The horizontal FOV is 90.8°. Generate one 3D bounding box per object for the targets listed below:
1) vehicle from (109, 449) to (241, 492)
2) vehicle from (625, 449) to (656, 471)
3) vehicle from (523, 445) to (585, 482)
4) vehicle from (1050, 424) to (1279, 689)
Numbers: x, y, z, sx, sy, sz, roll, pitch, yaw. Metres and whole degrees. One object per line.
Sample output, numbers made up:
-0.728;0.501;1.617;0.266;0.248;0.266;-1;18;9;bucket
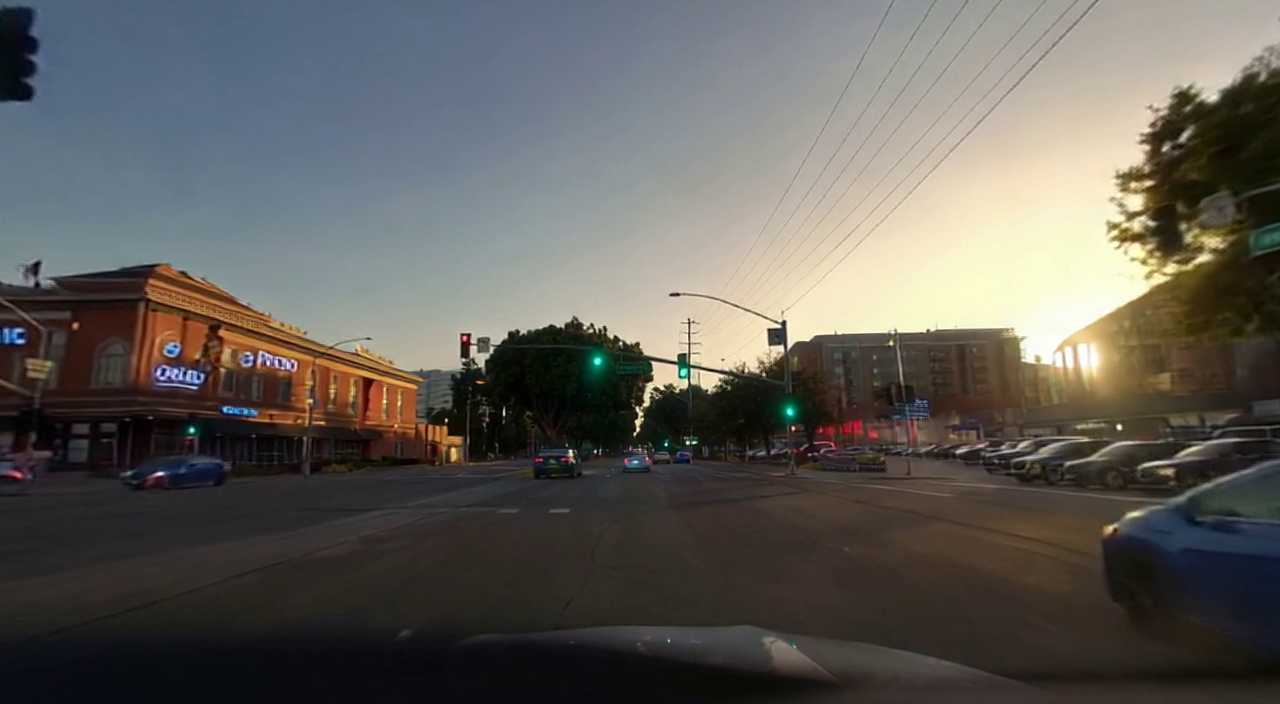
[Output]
-21.828;5.534;30.073;2.066;1.835;5.580;0;-9;0;vehicle
0.001;7.547;44.445;2.072;1.473;4.139;0;-9;-1;vehicle
-3.885;5.116;29.311;2.035;1.564;4.702;-1;-9;2;vehicle
4.644;1.094;3.168;2.119;1.479;4.910;-1;-9;4;vehicle
